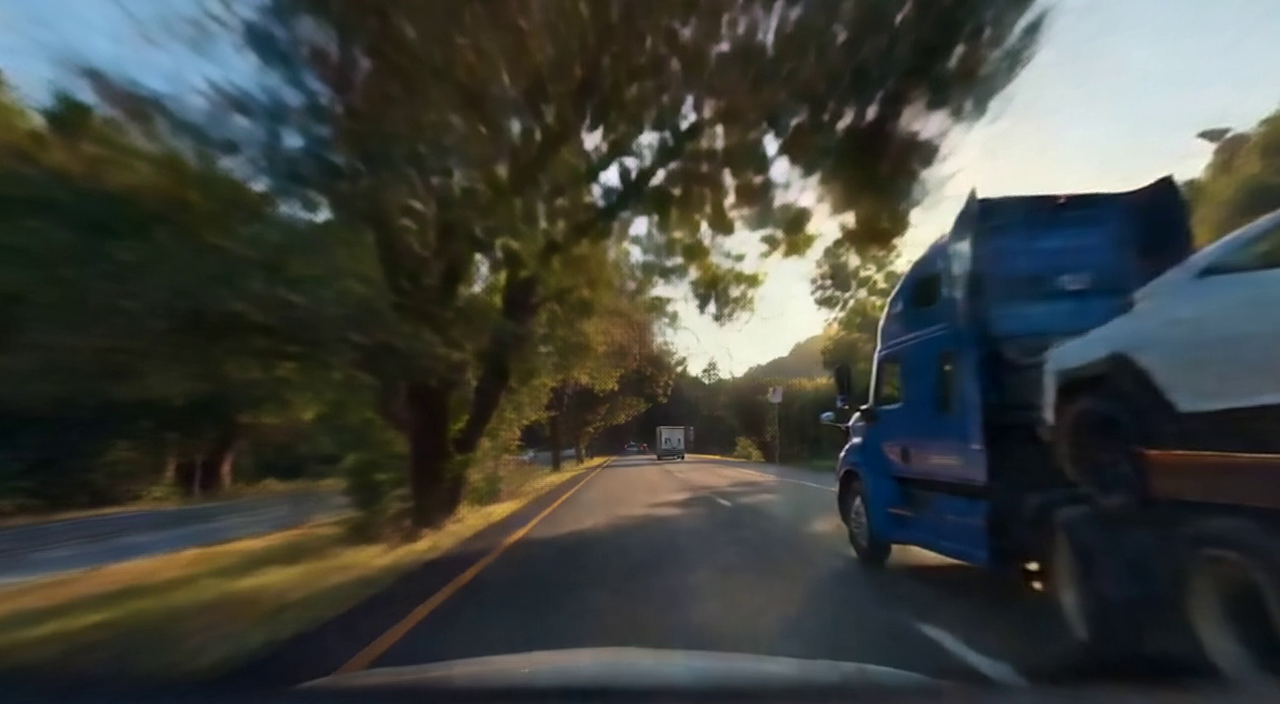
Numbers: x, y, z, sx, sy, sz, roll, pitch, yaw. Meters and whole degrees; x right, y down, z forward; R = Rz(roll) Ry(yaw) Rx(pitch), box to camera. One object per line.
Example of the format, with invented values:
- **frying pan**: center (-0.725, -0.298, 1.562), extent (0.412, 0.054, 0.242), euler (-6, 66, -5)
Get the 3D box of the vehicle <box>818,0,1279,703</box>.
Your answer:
- **vehicle**: center (4.247, 0.163, 3.988), extent (3.101, 3.507, 9.878), euler (0, -8, -1)
